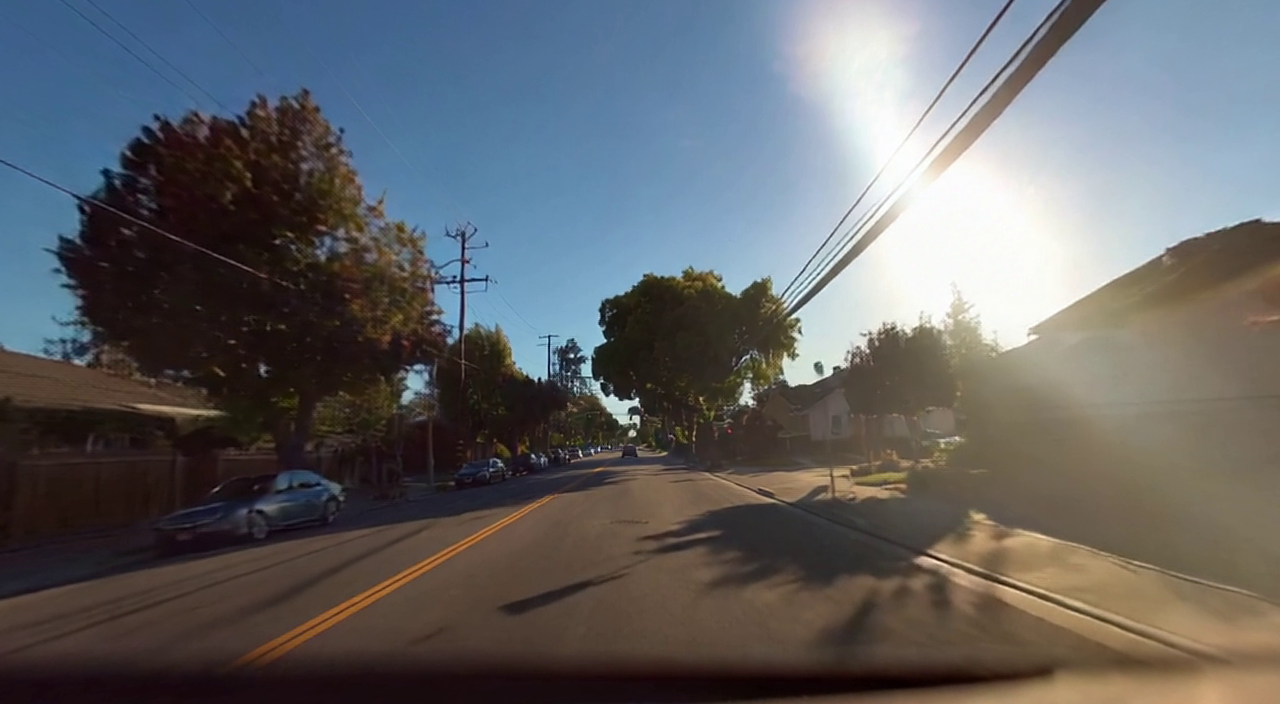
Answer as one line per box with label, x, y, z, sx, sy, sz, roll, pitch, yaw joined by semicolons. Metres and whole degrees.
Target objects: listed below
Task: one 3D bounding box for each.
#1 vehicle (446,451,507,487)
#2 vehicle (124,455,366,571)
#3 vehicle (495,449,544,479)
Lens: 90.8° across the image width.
vehicle;-7.732;5.551;30.238;1.949;1.512;3.818;0;-8;-1
vehicle;-7.202;2.896;12.154;1.869;1.442;4.344;-9;-8;-1
vehicle;-7.597;7.111;40.345;1.839;1.494;4.757;-9;-9;2
